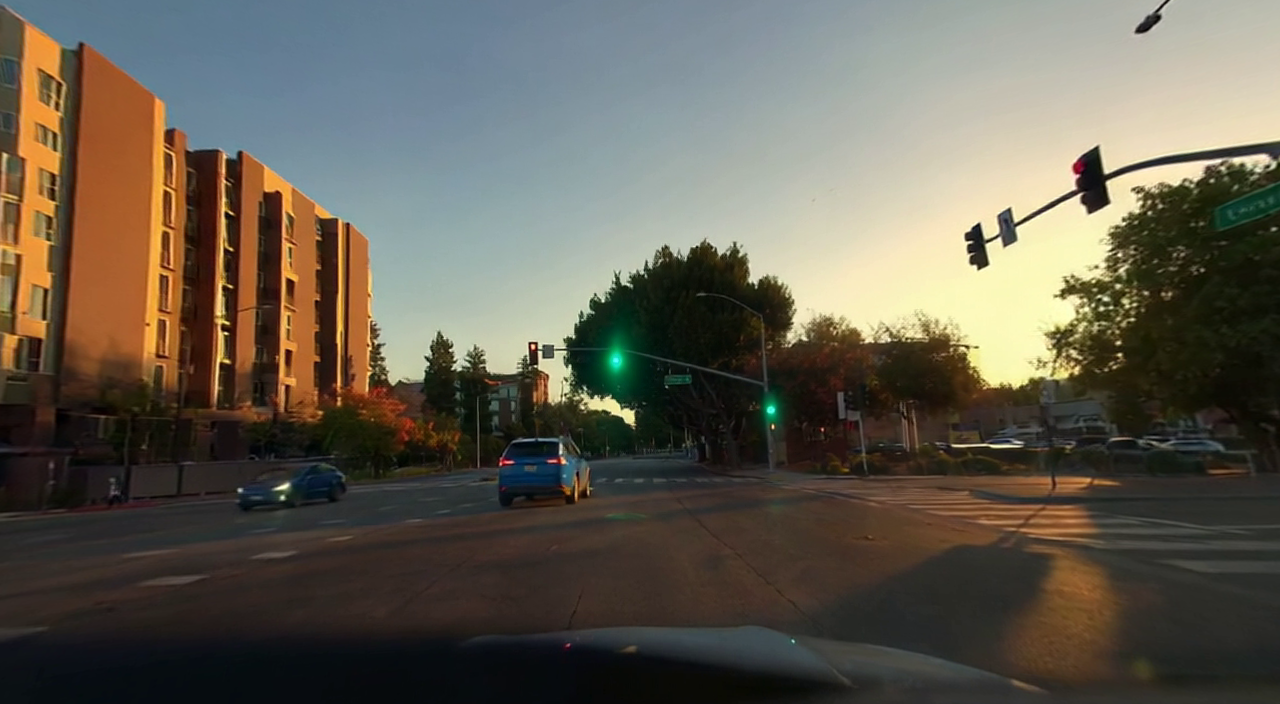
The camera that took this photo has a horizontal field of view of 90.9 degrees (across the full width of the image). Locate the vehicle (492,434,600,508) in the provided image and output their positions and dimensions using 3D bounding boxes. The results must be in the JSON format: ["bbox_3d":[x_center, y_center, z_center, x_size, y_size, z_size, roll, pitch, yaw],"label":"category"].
[{"bbox_3d":[-2.439,3.234,17.660,2.123,1.799,4.425,-1,-8,3],"label":"vehicle"}]

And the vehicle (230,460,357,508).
[{"bbox_3d":[-12.264,4.671,22.697,1.980,1.452,4.318,-1,-8,2],"label":"vehicle"}]
